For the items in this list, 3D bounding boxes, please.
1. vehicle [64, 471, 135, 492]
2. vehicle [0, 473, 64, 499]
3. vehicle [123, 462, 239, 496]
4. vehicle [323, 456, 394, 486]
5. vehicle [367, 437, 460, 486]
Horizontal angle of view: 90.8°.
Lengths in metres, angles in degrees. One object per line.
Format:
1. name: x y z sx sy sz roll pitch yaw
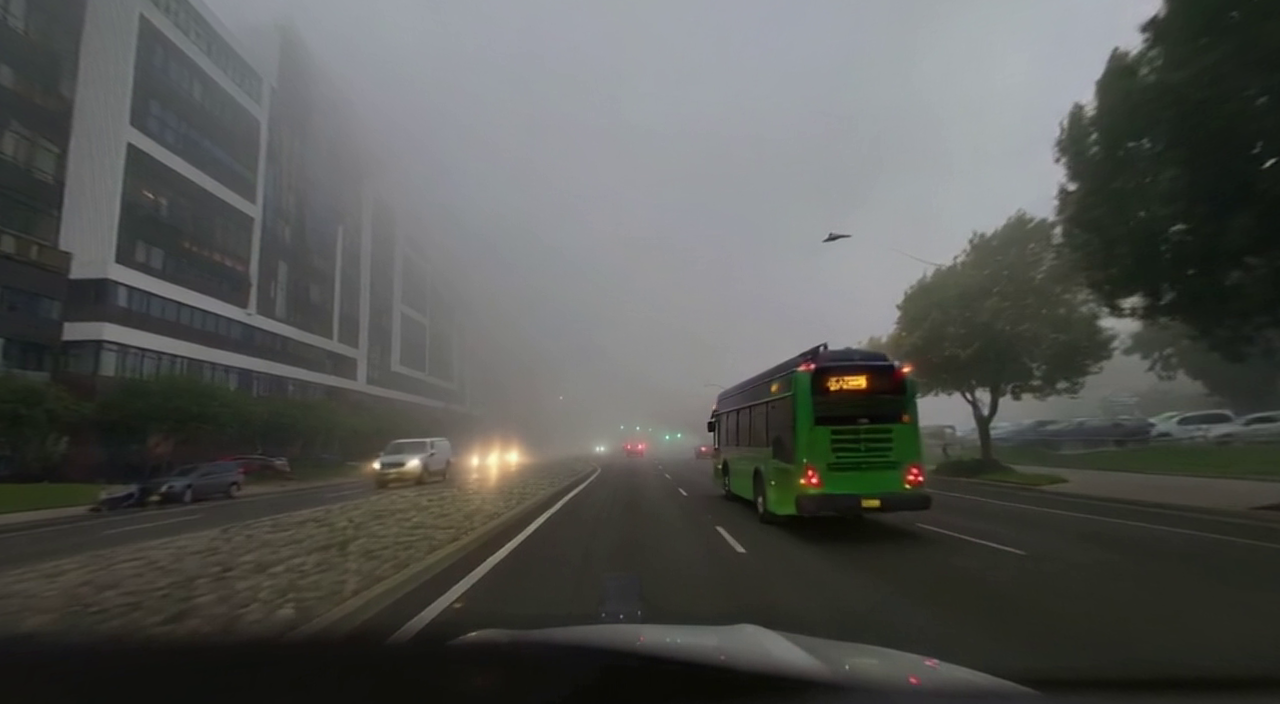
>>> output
1. vehicle: -41.082 9.827 48.072 3.697 1.504 1.731 0 -8 -1
2. vehicle: -40.922 8.804 41.558 4.022 1.586 1.961 -1 -10 1
3. vehicle: -24.110 6.656 33.301 4.530 1.678 1.969 0 -9 2
4. vehicle: -15.453 6.515 34.942 1.879 1.496 4.431 0 -9 -1
5. vehicle: -9.060 4.393 25.724 2.002 1.780 4.687 0 -9 0
